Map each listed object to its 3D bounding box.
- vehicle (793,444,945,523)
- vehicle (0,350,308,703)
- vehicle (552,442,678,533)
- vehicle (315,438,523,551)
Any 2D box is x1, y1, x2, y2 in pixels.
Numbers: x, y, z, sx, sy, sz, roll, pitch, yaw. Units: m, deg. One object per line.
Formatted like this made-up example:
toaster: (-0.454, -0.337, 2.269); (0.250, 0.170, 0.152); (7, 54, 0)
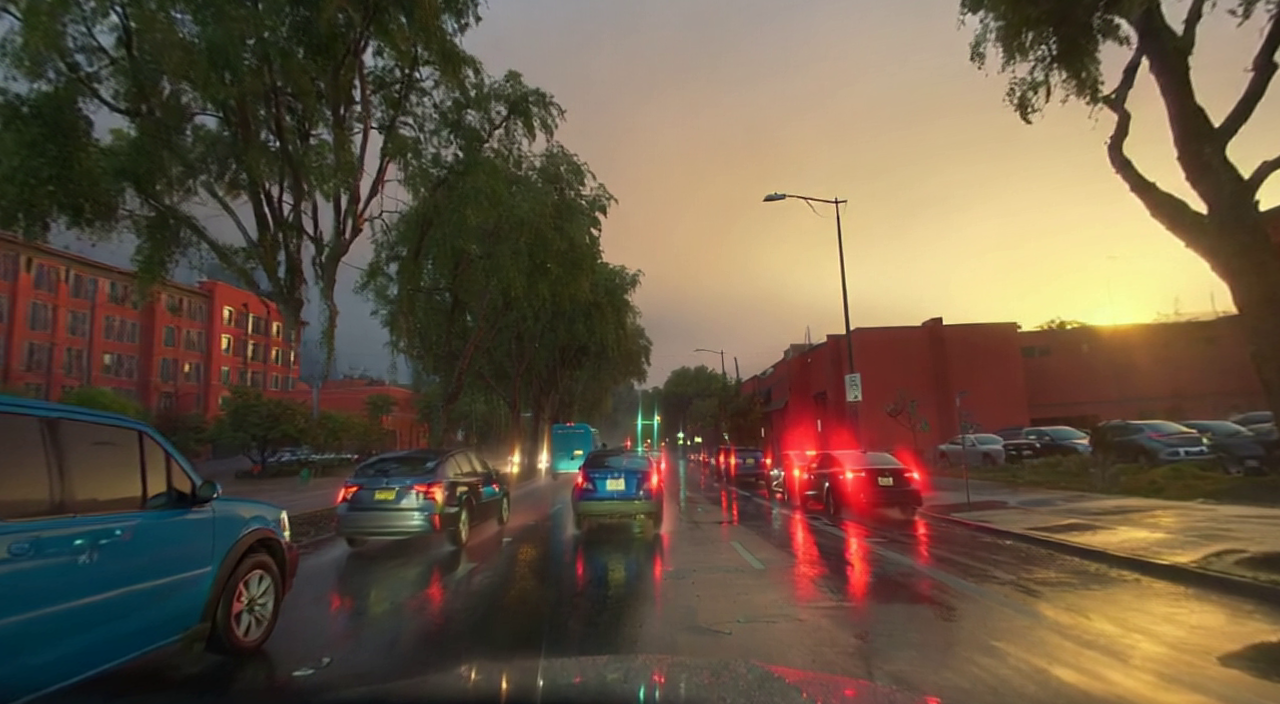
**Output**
vehicle: (4.902, 2.847, 14.173); (1.832, 1.491, 4.054); (1, -9, -1)
vehicle: (-3.727, 0.867, 2.524); (2.140, 1.768, 4.685); (0, -9, 1)
vehicle: (-0.414, 2.623, 12.824); (2.152, 1.518, 4.113); (0, -9, 0)
vehicle: (-3.525, 2.340, 11.116); (1.995, 1.554, 4.426); (0, -9, 1)
